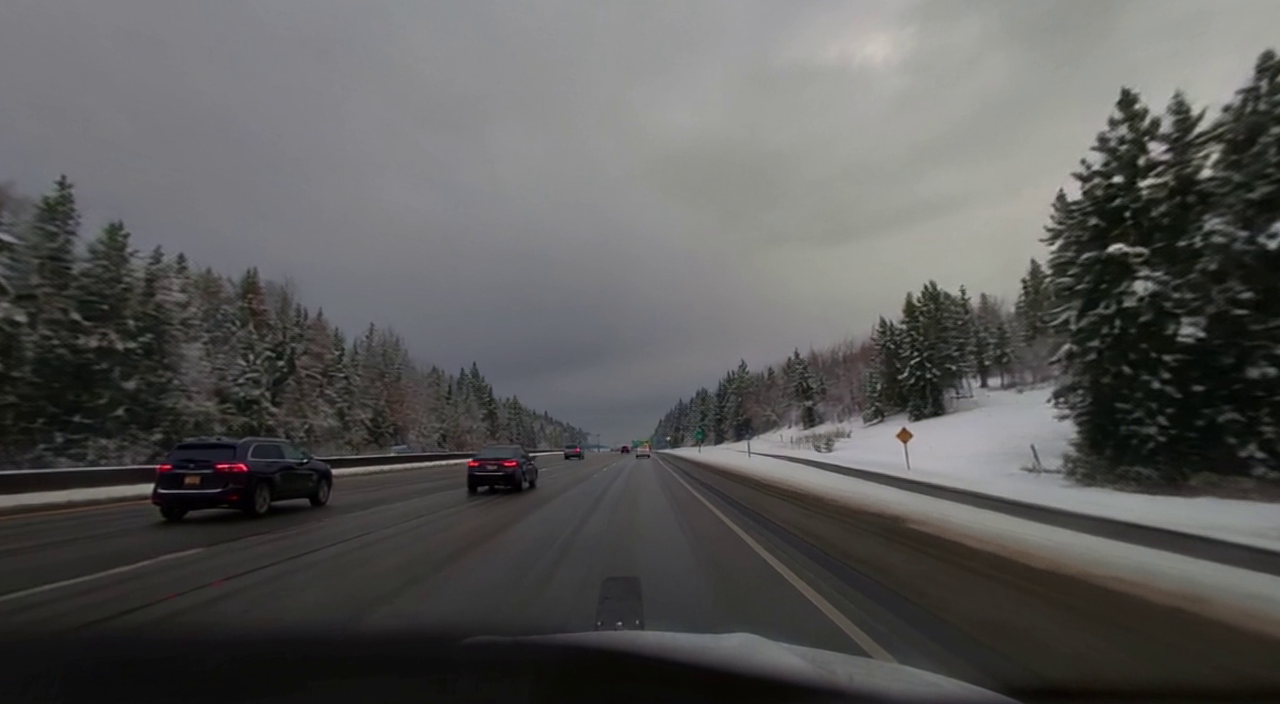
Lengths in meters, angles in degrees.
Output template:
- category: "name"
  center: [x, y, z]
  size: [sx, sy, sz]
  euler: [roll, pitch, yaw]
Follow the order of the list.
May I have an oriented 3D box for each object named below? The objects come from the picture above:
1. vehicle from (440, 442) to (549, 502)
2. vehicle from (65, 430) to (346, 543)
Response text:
- category: "vehicle"
  center: [-4.151, 3.497, 18.877]
  size: [2.104, 1.558, 4.639]
  euler: [0, -9, 1]
- category: "vehicle"
  center: [-7.292, 2.273, 11.260]
  size: [2.007, 1.616, 4.141]
  euler: [0, -9, 1]
